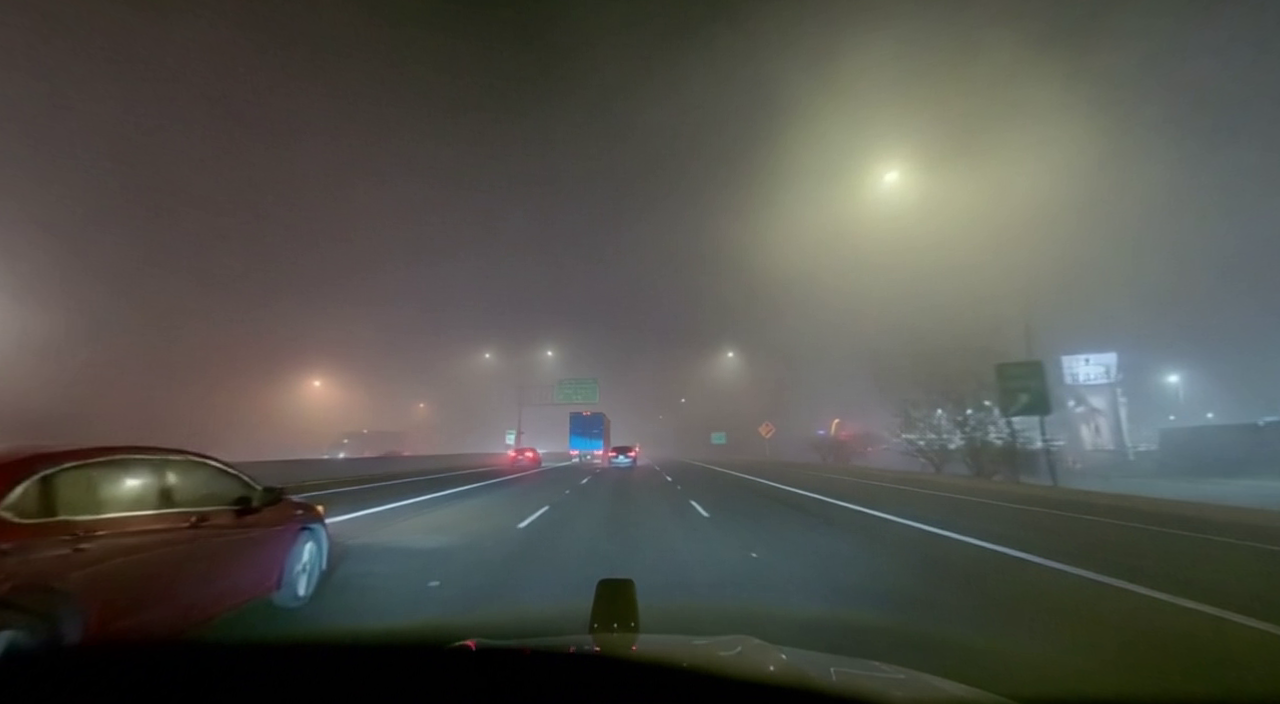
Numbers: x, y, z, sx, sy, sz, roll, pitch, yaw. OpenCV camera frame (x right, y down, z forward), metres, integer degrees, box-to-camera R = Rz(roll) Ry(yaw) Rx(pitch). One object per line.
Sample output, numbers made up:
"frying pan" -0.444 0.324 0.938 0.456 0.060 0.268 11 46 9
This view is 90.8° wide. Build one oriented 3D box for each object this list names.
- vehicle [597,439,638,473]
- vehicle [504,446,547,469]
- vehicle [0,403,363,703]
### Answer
"vehicle" -1.120 5.530 33.690 2.033 1.669 4.112 0 -9 0
"vehicle" -7.607 7.042 42.407 2.026 1.477 4.467 0 -9 0
"vehicle" -3.675 1.158 3.826 1.997 1.507 4.391 0 -9 0
